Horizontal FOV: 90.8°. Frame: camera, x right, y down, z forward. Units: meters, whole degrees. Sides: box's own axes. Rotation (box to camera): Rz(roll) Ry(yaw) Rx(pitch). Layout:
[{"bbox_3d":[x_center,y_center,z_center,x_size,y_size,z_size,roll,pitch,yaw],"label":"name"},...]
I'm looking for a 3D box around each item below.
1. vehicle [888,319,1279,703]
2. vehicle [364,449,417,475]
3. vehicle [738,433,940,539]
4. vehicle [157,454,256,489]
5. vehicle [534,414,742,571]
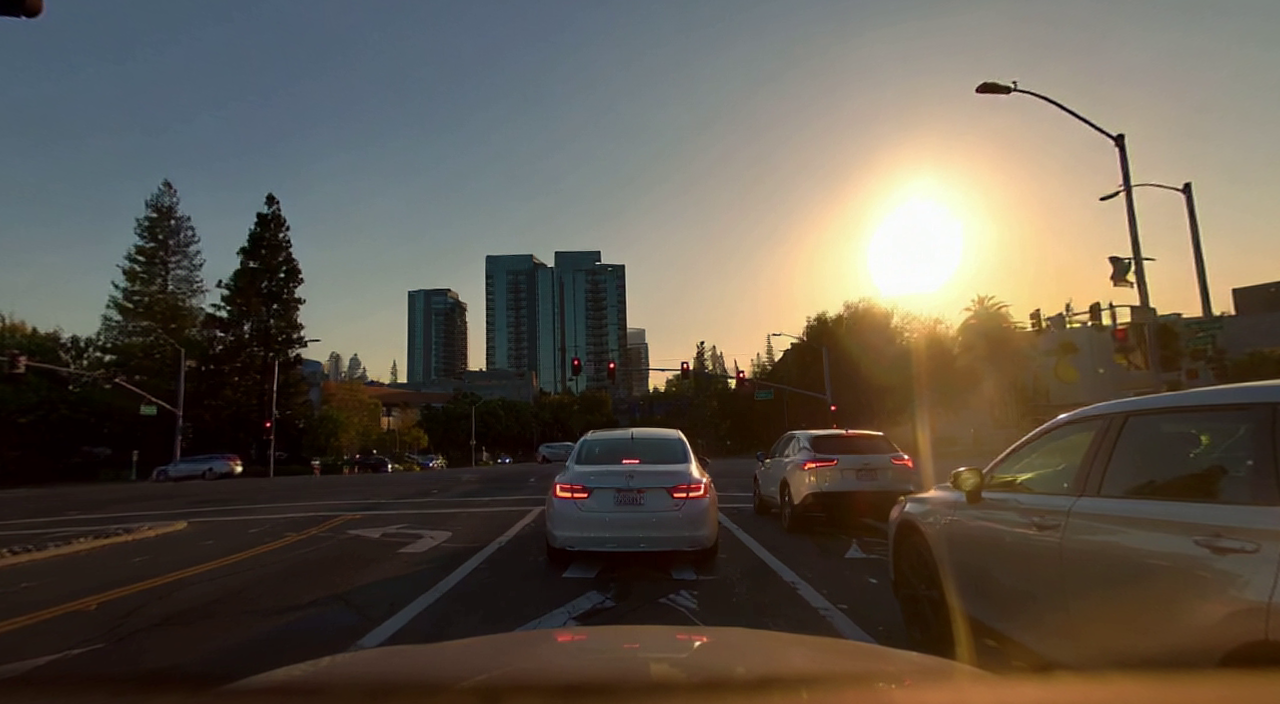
[{"bbox_3d":[3.007,0.866,2.663,2.103,1.701,4.294,0,-8,-1],"label":"vehicle"},{"bbox_3d":[-18.733,8.262,47.711,2.026,1.836,4.726,0,-8,0],"label":"vehicle"},{"bbox_3d":[3.156,2.216,11.142,2.001,1.463,4.398,0,-8,-2],"label":"vehicle"},{"bbox_3d":[-24.199,6.625,35.322,4.448,1.837,2.021,-2,-9,14],"label":"vehicle"},{"bbox_3d":[-0.069,1.779,8.742,2.188,1.637,4.027,0,-8,-1],"label":"vehicle"}]
